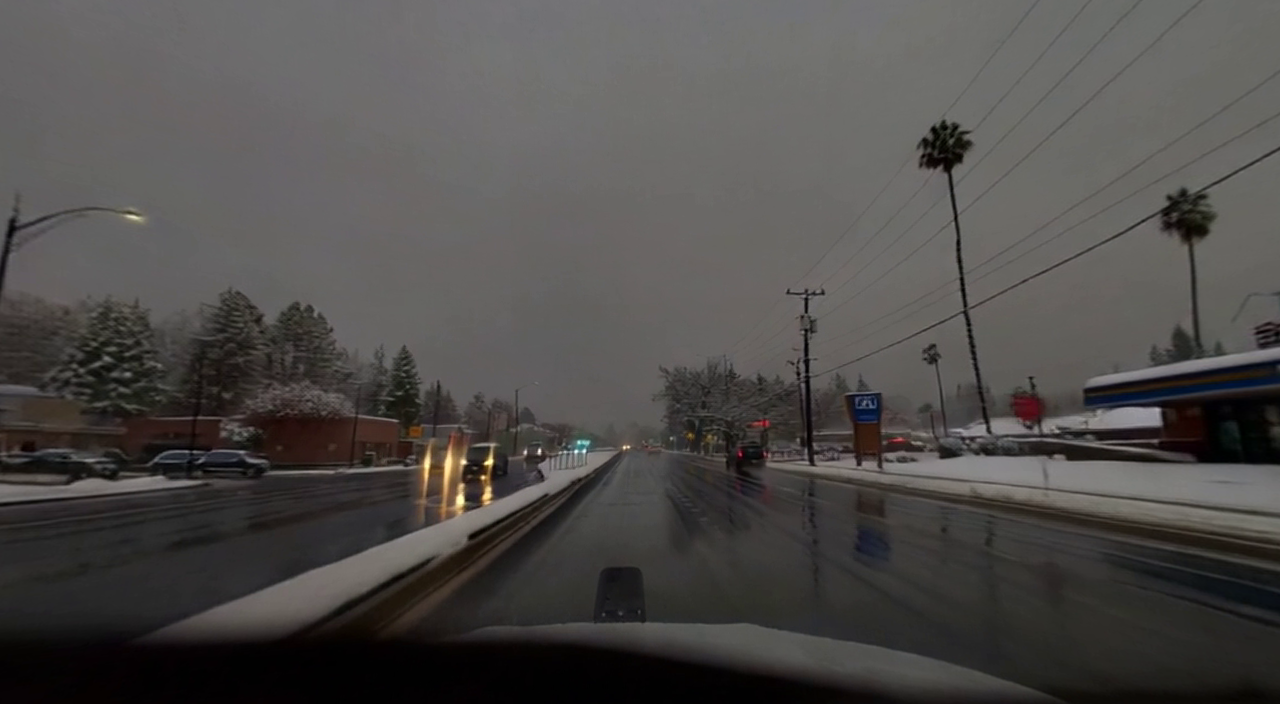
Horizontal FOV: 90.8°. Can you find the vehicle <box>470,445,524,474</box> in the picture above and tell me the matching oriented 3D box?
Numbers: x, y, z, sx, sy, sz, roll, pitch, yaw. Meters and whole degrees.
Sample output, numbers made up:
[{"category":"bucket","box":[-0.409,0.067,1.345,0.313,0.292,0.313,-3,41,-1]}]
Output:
[{"category":"vehicle","box":[-8.006,6.063,35.880,1.946,1.471,4.587,0,-9,1]}]

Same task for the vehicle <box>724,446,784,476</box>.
[{"category":"vehicle","box":[5.920,5.709,33.373,2.261,1.479,4.403,0,-9,-2]}]

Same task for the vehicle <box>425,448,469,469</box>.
[{"category":"vehicle","box":[-14.954,8.232,49.138,1.882,1.491,4.504,-1,-9,2]}]
